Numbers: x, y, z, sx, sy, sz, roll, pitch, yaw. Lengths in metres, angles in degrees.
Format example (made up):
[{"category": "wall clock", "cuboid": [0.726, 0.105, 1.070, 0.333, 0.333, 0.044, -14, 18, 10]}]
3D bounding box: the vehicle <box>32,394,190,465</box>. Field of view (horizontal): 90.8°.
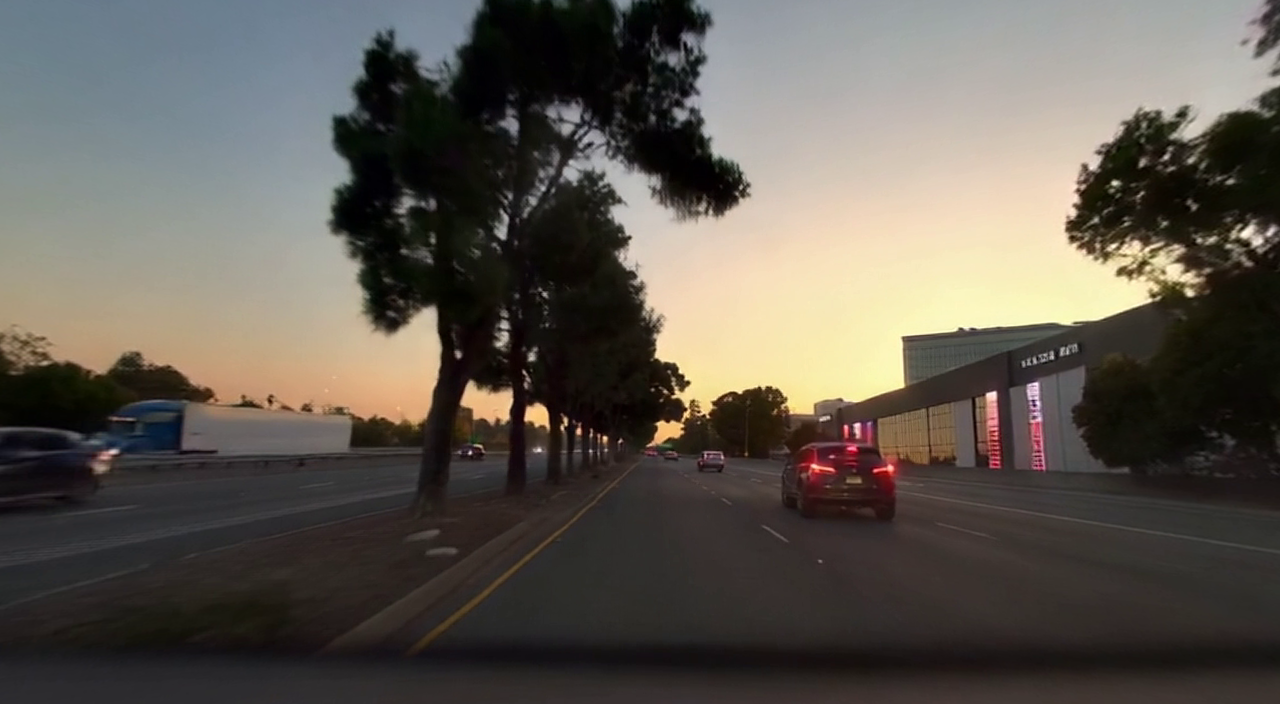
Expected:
[{"category": "vehicle", "cuboid": [-35.260, 5.255, 42.502, 3.275, 4.316, 7.018, -3, -9, 25]}]
